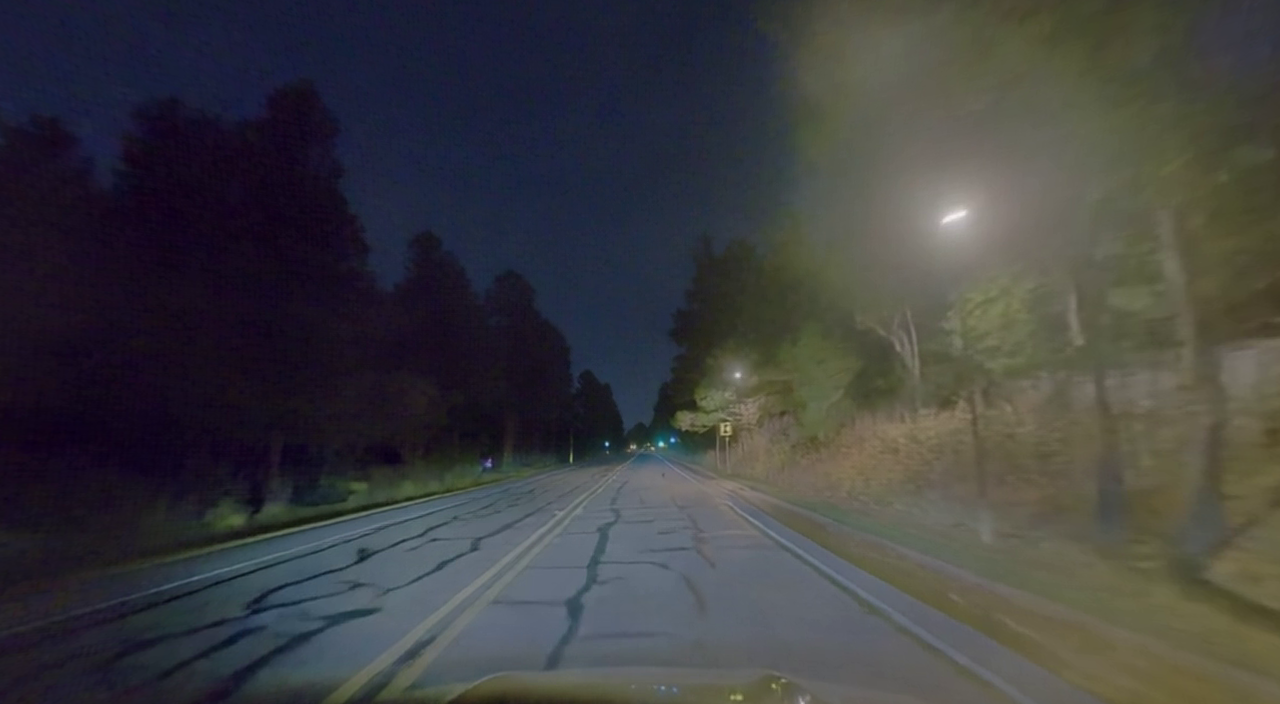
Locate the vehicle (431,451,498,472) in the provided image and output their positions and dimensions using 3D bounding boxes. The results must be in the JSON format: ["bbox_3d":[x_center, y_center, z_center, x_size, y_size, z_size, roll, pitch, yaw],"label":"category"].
[{"bbox_3d":[-12.464,7.803,44.999,4.266,1.425,1.759,0,-8,-2],"label":"vehicle"}]
